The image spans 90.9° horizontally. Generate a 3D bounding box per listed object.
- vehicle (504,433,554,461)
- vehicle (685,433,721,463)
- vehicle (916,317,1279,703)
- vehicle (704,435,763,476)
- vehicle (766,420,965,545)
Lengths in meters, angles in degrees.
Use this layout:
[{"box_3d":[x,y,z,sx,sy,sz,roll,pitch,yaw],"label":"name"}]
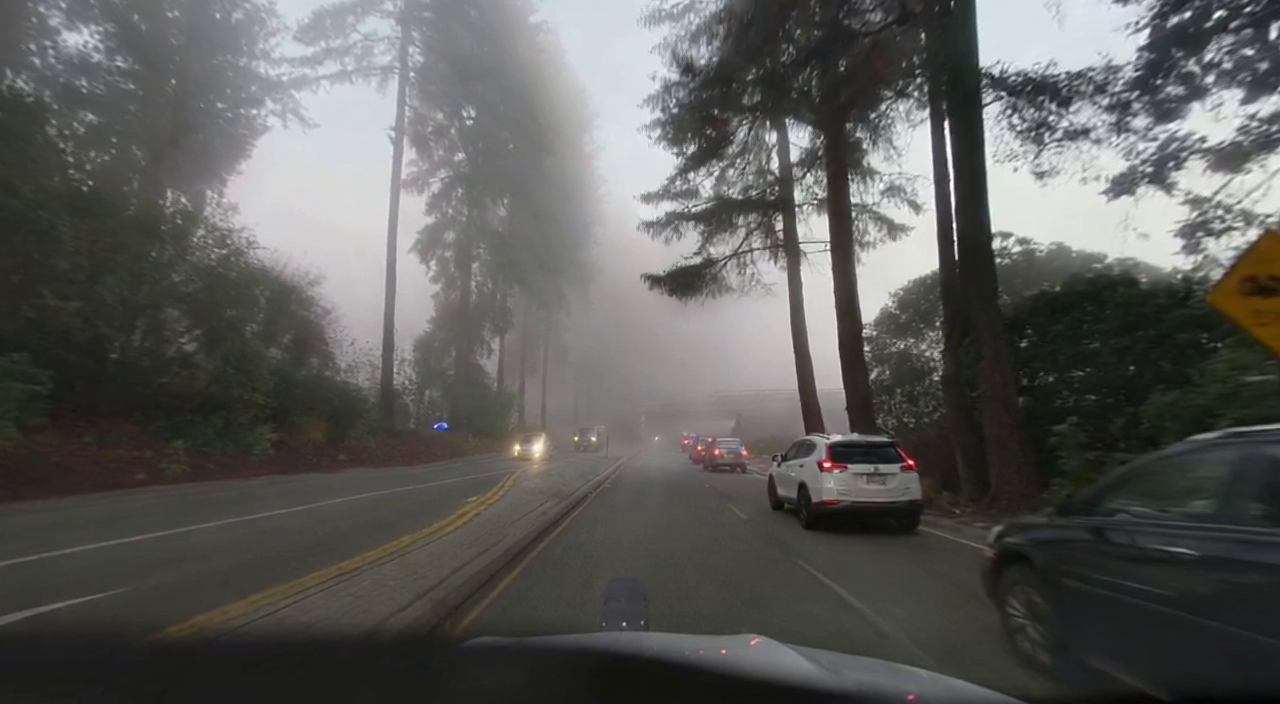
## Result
[{"box_3d":[-6.193,5.382,35.675,1.846,1.498,3.886,-1,-8,4],"label":"vehicle"},{"box_3d":[4.103,6.337,41.689,1.985,1.895,4.496,0,-8,1],"label":"vehicle"},{"box_3d":[3.309,0.849,2.807,1.986,1.776,4.822,0,-8,1],"label":"vehicle"},{"box_3d":[4.066,4.573,28.142,1.972,1.682,4.397,0,-8,0],"label":"vehicle"},{"box_3d":[3.526,2.104,10.824,1.868,1.694,4.184,0,-8,0],"label":"vehicle"}]
